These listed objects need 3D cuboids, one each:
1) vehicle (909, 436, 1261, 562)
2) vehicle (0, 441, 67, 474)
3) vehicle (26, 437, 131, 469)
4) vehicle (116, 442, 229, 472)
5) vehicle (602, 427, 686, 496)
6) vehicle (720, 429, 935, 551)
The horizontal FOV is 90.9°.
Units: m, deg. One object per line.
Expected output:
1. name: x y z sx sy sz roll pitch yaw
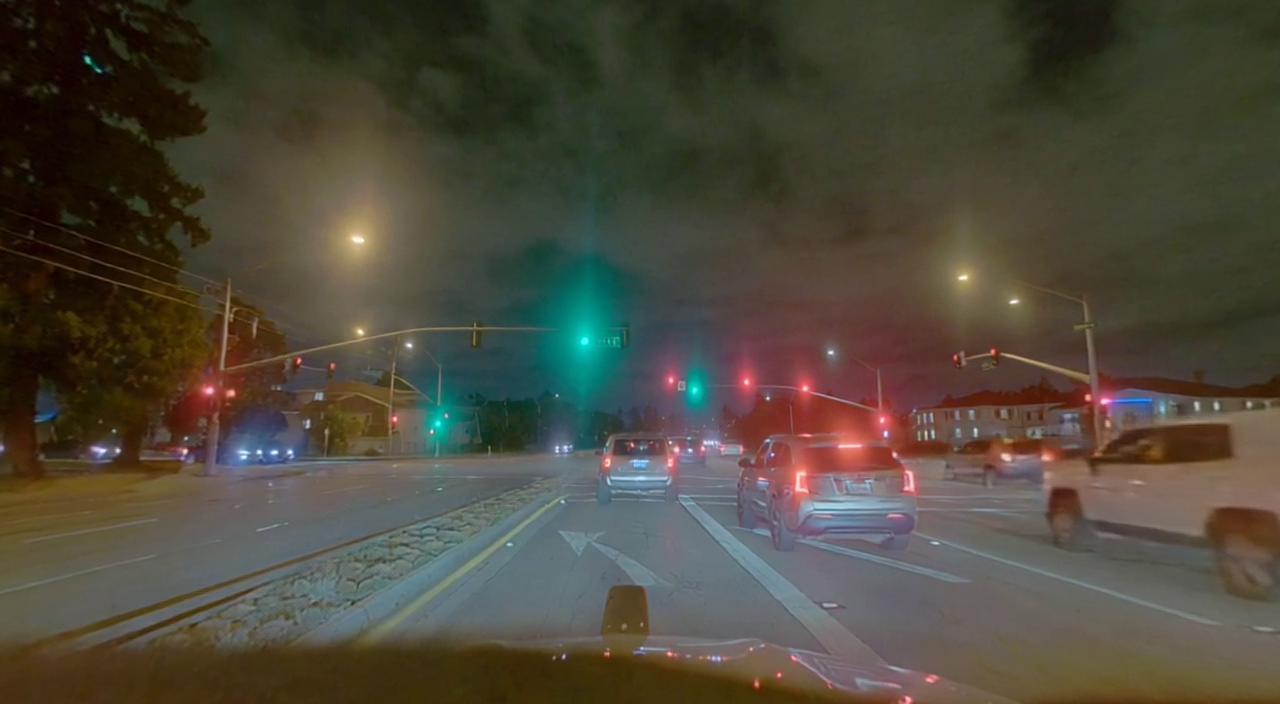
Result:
1. vehicle: 6.213 2.070 9.768 1.995 1.452 4.754 0 -8 0
2. vehicle: -35.032 5.799 34.935 4.465 1.693 1.959 2 -9 -1
3. vehicle: -36.880 6.650 41.512 4.771 1.778 2.032 3 -8 -3
4. vehicle: -26.349 5.907 35.629 4.724 1.630 1.968 0 -8 -3
5. vehicle: 0.048 3.044 17.878 2.099 1.705 4.020 0 -8 -2
6. vehicle: 2.587 2.030 10.013 2.009 1.480 4.423 0 -8 -1
